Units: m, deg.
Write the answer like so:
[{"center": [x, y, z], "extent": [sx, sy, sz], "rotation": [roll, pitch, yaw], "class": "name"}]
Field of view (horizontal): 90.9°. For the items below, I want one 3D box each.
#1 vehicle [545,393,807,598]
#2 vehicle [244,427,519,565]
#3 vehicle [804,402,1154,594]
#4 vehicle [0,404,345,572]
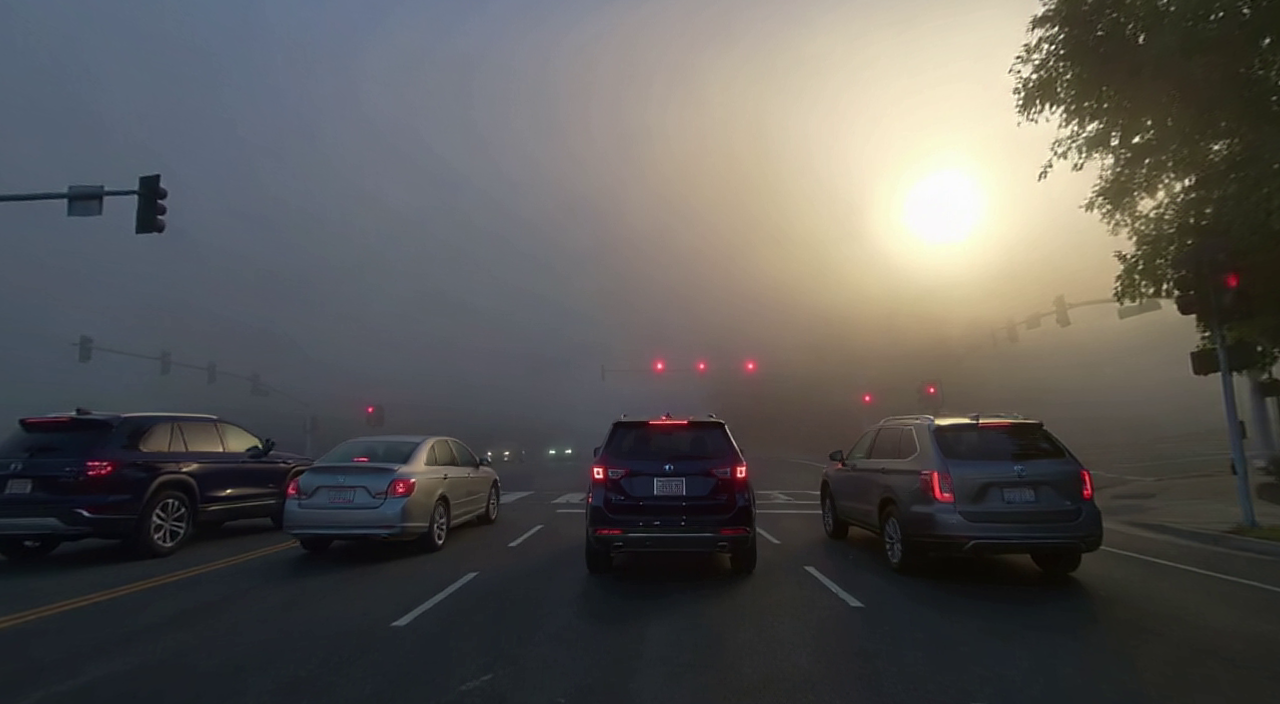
[{"center": [0.378, 1.520, 7.488], "extent": [2.198, 1.708, 4.170], "rotation": [0, -8, 2], "class": "vehicle"}, {"center": [-3.250, 1.885, 9.091], "extent": [1.885, 1.475, 4.359], "rotation": [-1, -8, 4], "class": "vehicle"}, {"center": [3.513, 1.592, 7.739], "extent": [2.047, 1.638, 4.395], "rotation": [-1, -8, 4], "class": "vehicle"}, {"center": [-6.647, 1.826, 9.298], "extent": [2.075, 1.796, 4.785], "rotation": [0, -8, 2], "class": "vehicle"}]
